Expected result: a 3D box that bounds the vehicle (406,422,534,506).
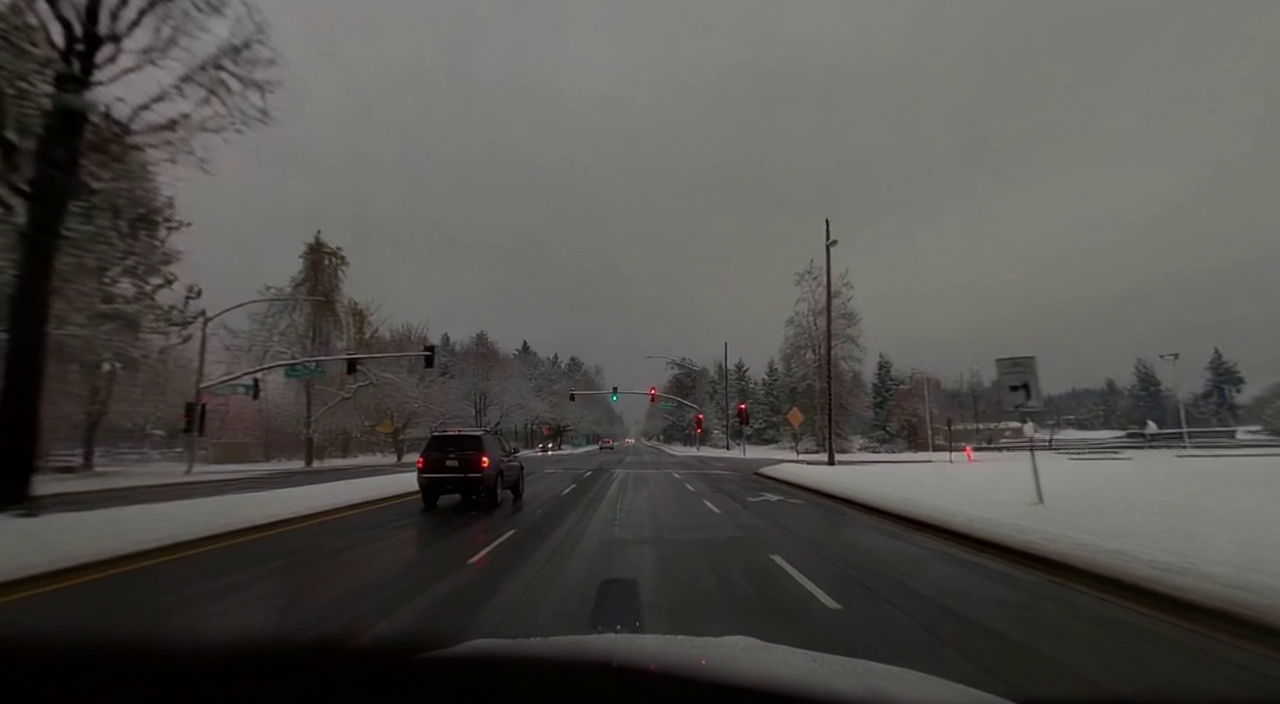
[{"bbox_3d":[-3.957,2.673,15.467,2.018,1.769,3.897,0,-8,0],"label":"vehicle"}]
